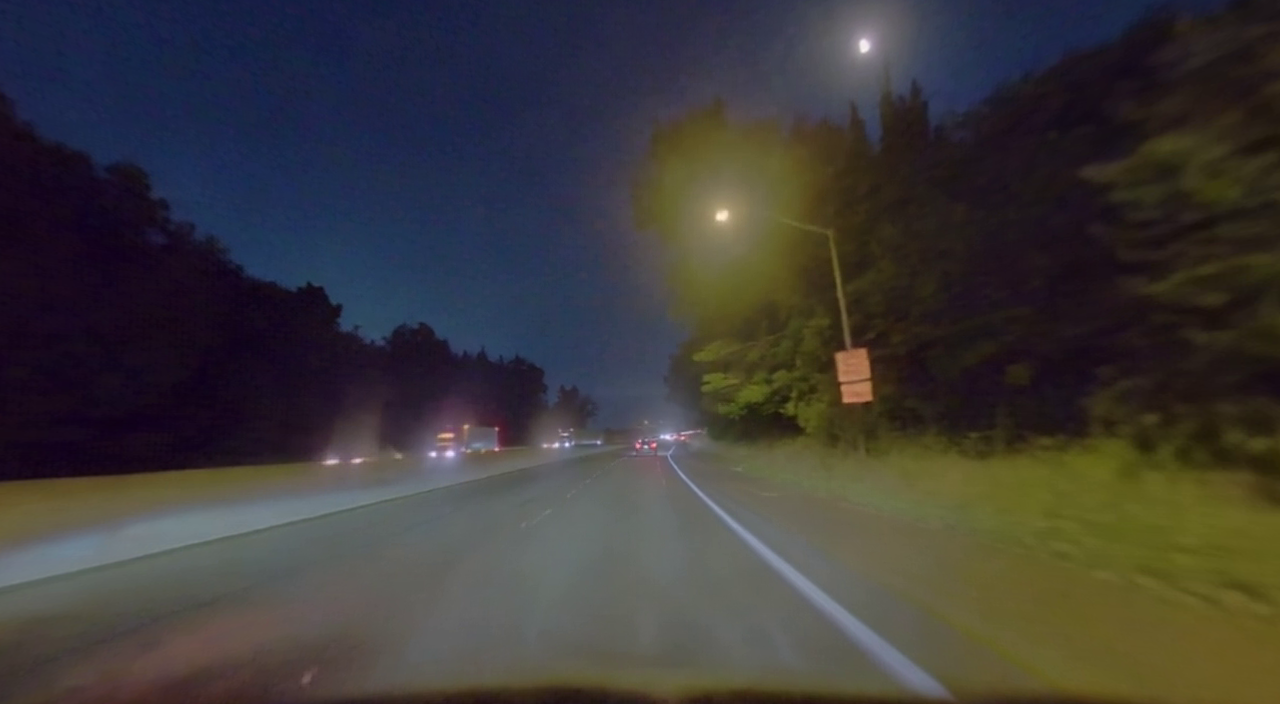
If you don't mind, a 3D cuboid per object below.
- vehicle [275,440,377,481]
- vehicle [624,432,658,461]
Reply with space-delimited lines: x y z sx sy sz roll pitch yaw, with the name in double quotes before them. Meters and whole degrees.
"vehicle" -13.908 4.805 28.270 1.981 1.665 4.725 -1 -8 2
"vehicle" 0.109 6.457 43.104 2.188 1.825 4.282 -1 -8 1
